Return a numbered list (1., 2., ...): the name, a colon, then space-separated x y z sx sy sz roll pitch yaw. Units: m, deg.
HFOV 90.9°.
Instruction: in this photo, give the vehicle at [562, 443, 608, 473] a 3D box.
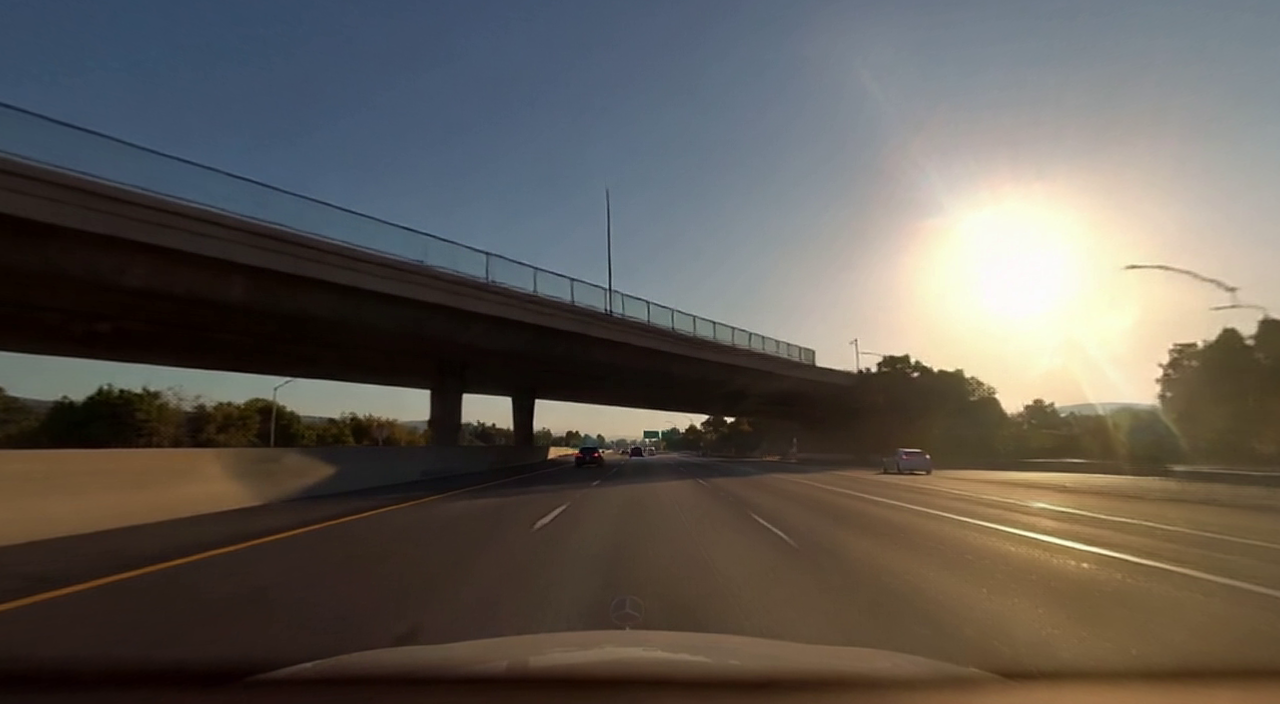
1. vehicle: -2.914 5.730 34.248 1.968 1.504 3.892 0 -8 3
